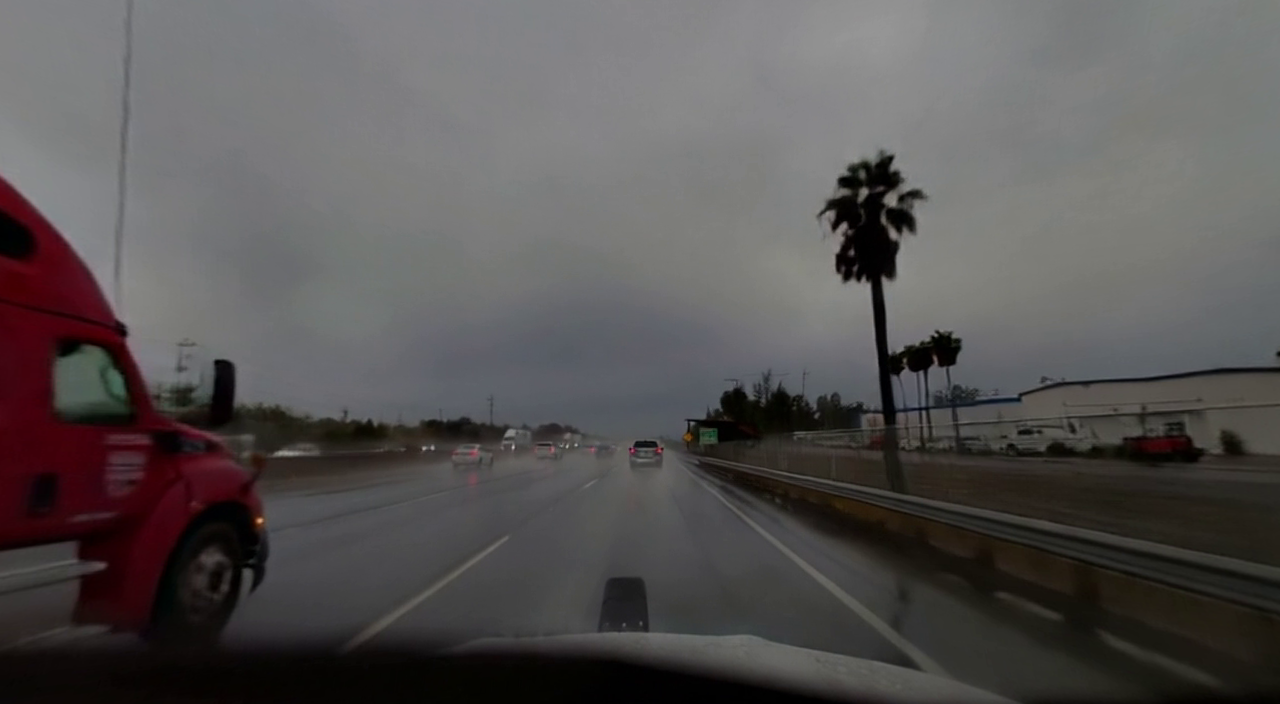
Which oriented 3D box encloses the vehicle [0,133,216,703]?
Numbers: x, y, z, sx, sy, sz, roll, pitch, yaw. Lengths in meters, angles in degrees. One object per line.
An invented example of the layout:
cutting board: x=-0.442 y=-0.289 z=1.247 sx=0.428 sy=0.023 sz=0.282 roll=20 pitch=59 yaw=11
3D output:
vehicle: x=-3.541 y=0.181 z=0.221 sx=2.693 sy=2.348 sz=5.694 roll=0 pitch=-8 yaw=1

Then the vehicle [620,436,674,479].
vehicle: x=0.307 y=4.491 z=27.224 sx=2.136 sy=1.678 sz=4.052 roll=0 pitch=-8 yaw=1

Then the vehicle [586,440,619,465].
vehicle: x=-2.850 y=7.802 z=49.367 sx=2.108 sy=1.832 sz=4.549 roll=-1 pitch=-8 yaw=3

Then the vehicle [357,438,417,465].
vehicle: x=-19.836 y=7.808 z=49.737 sx=2.310 sy=1.958 sz=5.297 roll=-1 pitch=-8 yaw=2

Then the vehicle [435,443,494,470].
vehicle: x=-10.345 y=6.167 z=37.523 sx=1.910 sy=1.501 sz=5.004 roll=-1 pitch=-8 yaw=2

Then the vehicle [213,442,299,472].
vehicle: x=-23.905 y=6.525 z=39.546 sx=2.266 sy=1.757 sz=4.822 roll=0 pitch=-8 yaw=1

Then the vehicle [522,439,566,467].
vehicle: x=-6.367 y=6.749 z=42.424 sx=2.105 sy=1.790 sz=4.689 roll=-1 pitch=-8 yaw=2
